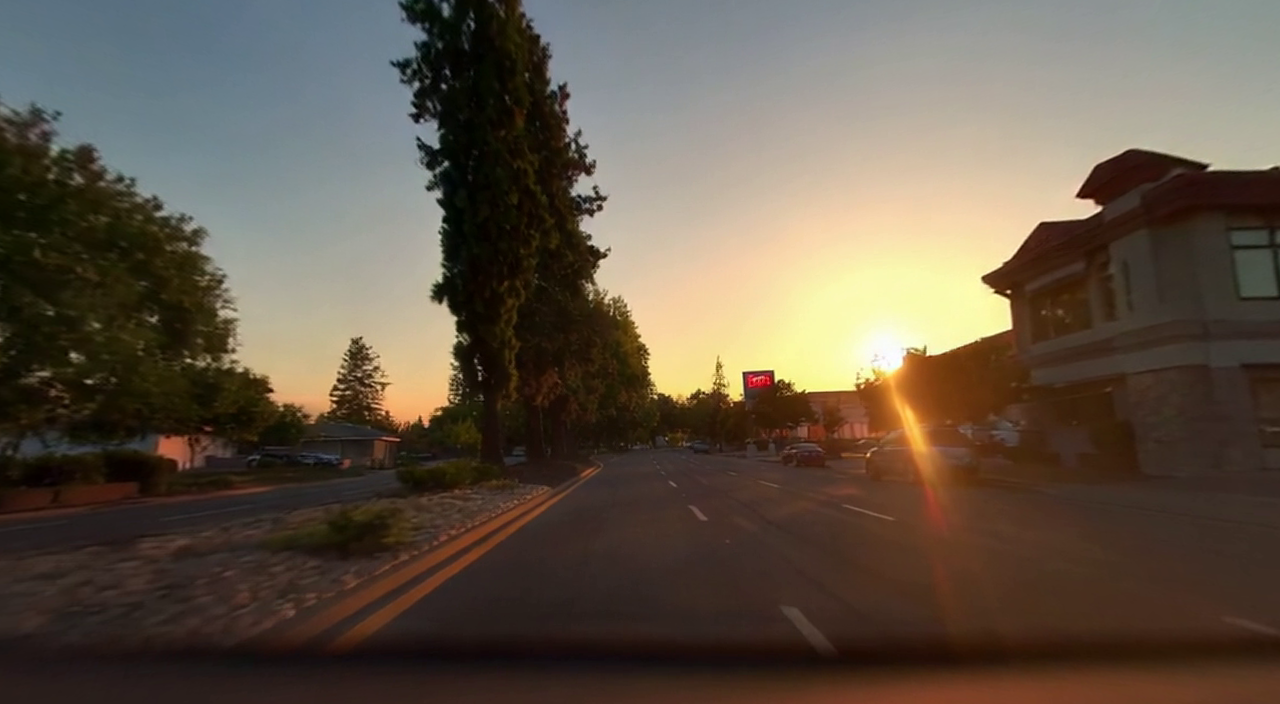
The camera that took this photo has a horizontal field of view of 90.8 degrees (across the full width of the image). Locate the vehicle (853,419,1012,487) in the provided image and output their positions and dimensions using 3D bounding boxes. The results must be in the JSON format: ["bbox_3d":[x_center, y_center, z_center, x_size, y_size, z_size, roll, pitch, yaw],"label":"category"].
[{"bbox_3d":[10.214,3.618,22.892,2.610,2.072,5.985,0,-8,-3],"label":"vehicle"}]

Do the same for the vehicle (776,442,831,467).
[{"bbox_3d":[10.102,6.380,39.355,2.034,1.437,4.728,0,-8,-2],"label":"vehicle"}]
